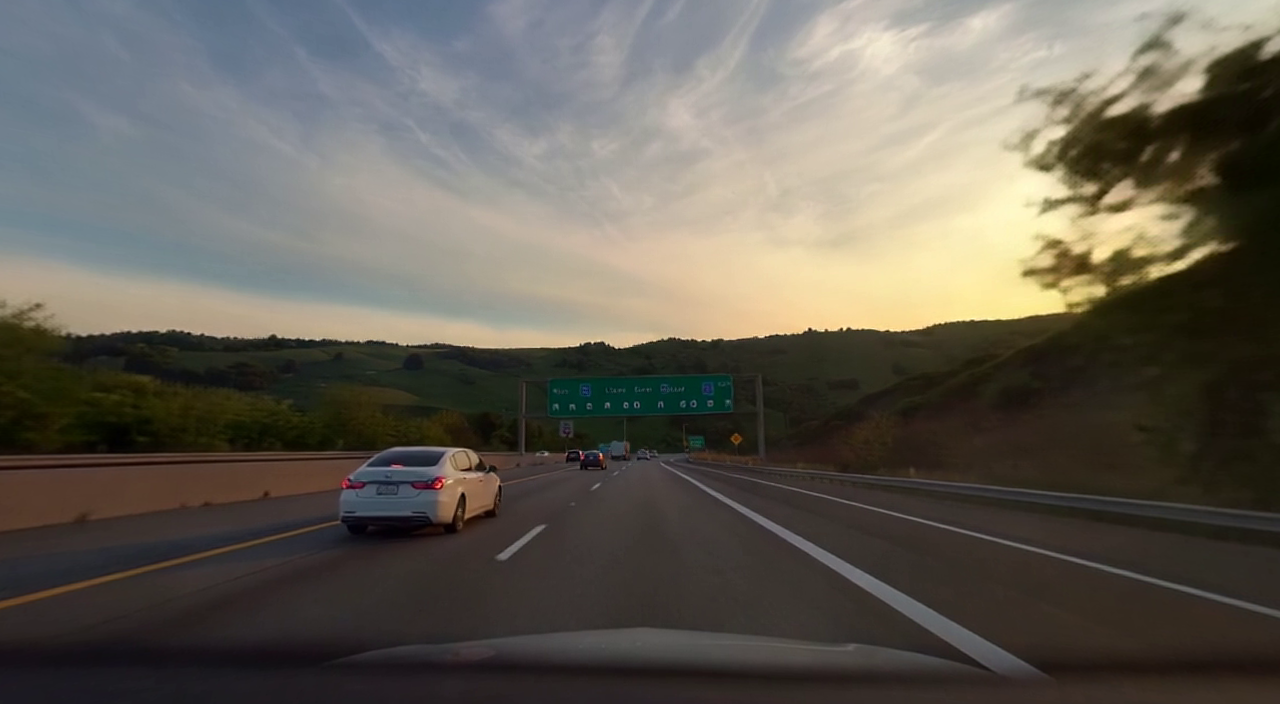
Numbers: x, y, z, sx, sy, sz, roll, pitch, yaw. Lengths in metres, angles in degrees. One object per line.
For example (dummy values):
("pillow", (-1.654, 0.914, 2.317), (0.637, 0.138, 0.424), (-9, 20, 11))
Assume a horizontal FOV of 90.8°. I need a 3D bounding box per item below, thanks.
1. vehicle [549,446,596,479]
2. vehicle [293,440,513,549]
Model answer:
("vehicle", (-3.625, 6.043, 34.732), (2.073, 1.694, 4.162), (0, -9, 1))
("vehicle", (-3.643, 2.280, 10.780), (1.988, 1.440, 4.504), (0, -9, 0))
